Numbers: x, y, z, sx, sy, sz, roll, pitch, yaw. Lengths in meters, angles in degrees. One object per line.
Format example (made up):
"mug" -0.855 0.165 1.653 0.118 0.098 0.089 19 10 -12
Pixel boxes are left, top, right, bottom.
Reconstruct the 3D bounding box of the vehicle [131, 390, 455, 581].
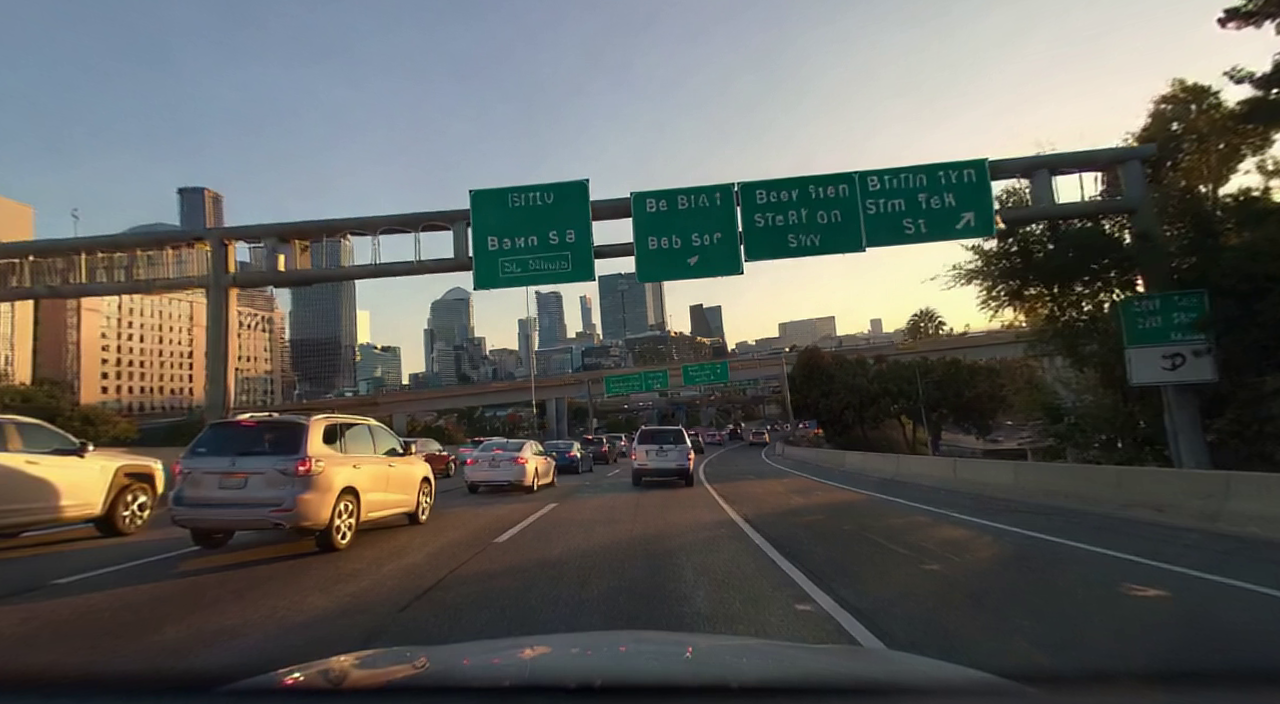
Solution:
"vehicle" -4.042 1.623 8.355 1.850 1.862 4.150 0 -9 1

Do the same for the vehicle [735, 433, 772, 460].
"vehicle" 7.891 6.547 43.796 2.329 1.760 4.525 -1 -9 10

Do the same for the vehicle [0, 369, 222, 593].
"vehicle" -7.474 1.272 6.248 2.476 2.156 5.931 0 -9 1

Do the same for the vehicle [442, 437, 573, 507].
"vehicle" -3.123 2.955 16.104 1.998 1.494 5.020 0 -9 3

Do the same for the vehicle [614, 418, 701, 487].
"vehicle" 0.693 3.484 22.039 2.616 2.063 5.933 0 -9 3
